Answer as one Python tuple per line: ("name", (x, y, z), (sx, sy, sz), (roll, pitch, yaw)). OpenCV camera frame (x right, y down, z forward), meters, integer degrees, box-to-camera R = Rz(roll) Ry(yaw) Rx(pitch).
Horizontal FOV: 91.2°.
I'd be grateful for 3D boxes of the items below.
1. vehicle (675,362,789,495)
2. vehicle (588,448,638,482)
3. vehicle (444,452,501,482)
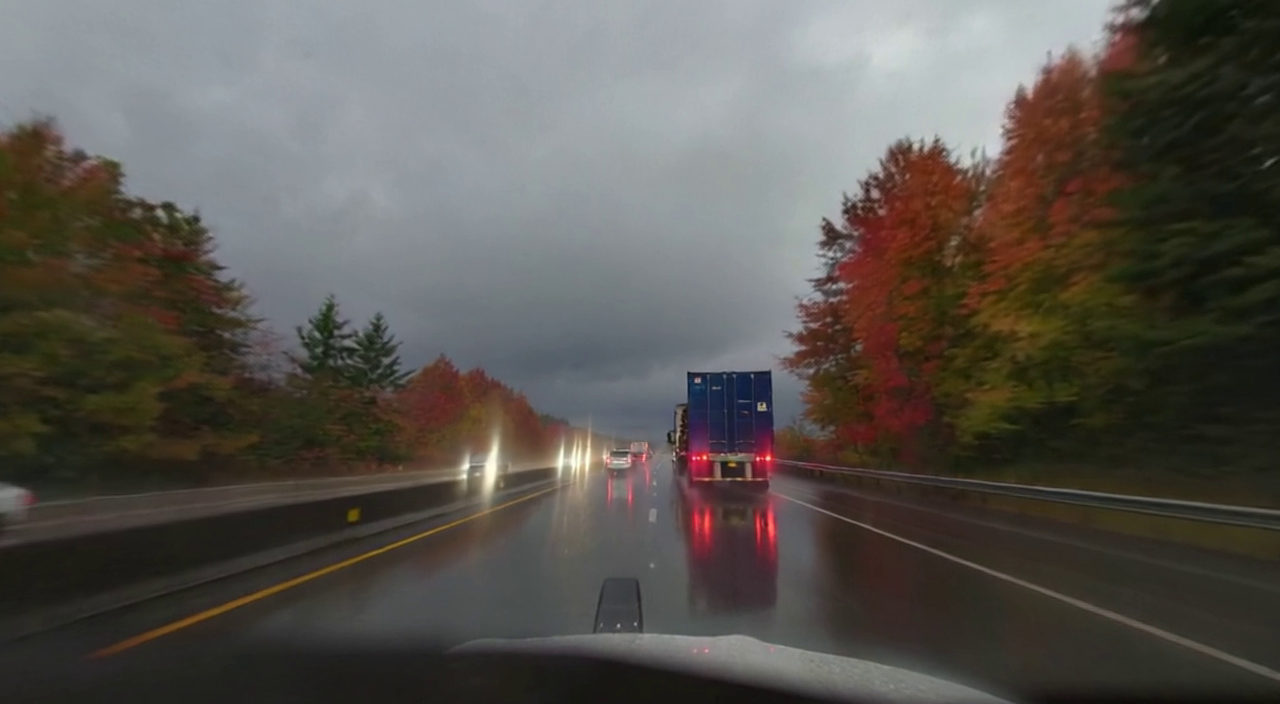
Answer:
("vehicle", (2.965, 2.914, 22.943), (3.004, 3.923, 8.363), (-1, -9, 1))
("vehicle", (-1.247, 5.435, 30.336), (2.099, 1.506, 4.097), (-1, -9, 2))
("vehicle", (-9.842, 6.781, 37.141), (1.999, 1.621, 4.465), (-1, -9, 2))
